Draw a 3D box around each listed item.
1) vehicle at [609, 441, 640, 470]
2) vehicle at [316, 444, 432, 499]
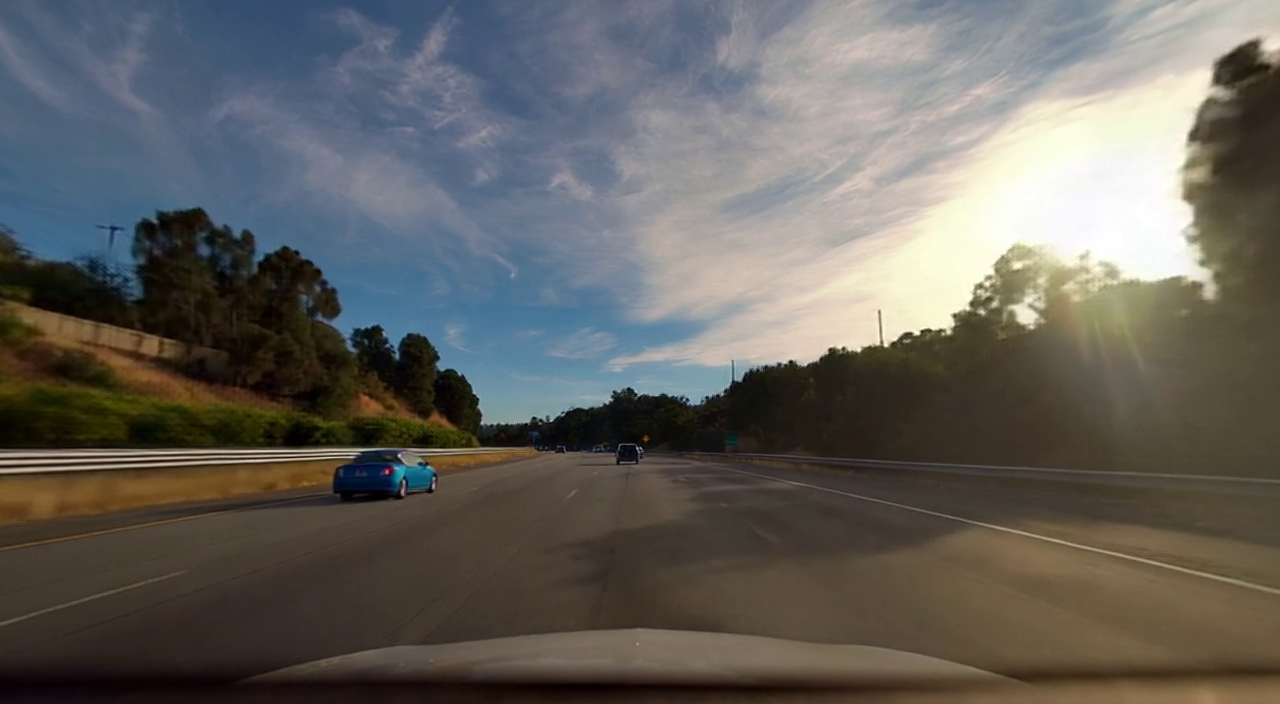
[{"bbox_3d":[-1.109,7.152,43.779,1.990,1.878,4.079,0,-9,-3],"label":"vehicle"},{"bbox_3d":[-7.934,3.572,19.287,1.915,1.479,3.843,0,-9,-1],"label":"vehicle"}]
